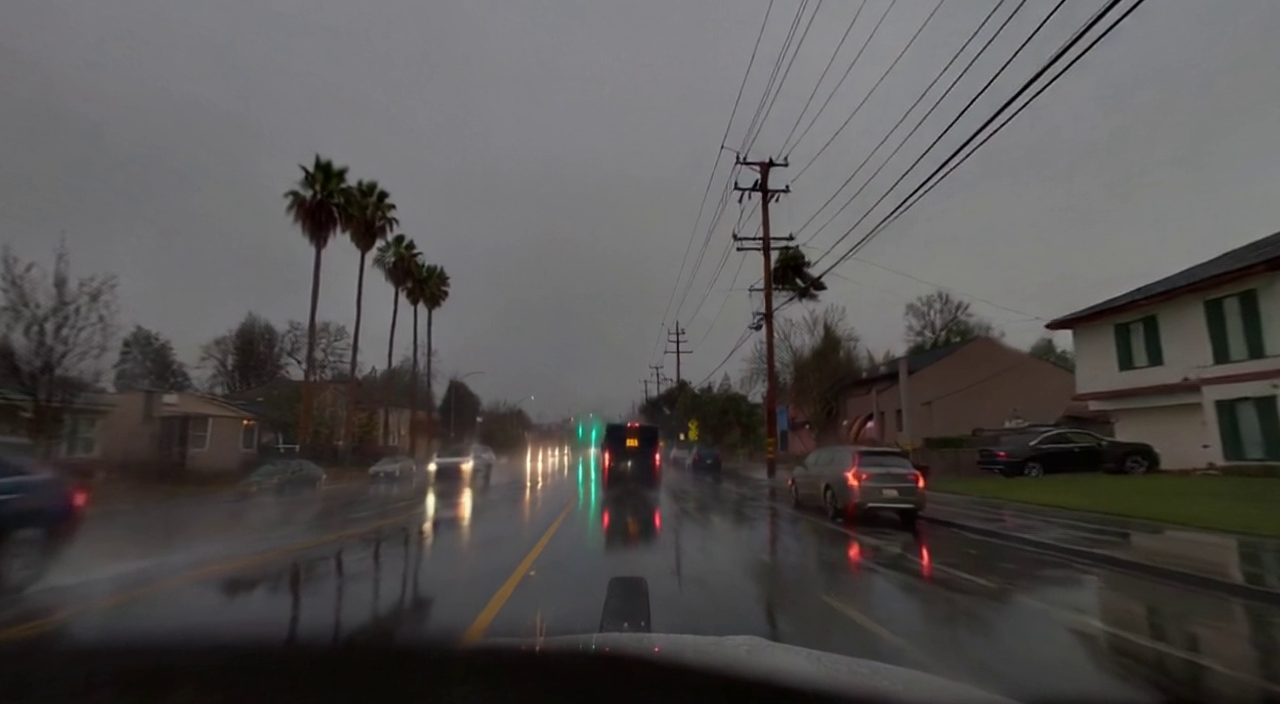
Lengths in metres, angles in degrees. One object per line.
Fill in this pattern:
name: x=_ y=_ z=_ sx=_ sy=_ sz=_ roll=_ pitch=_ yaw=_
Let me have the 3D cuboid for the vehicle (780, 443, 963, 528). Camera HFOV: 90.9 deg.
vehicle: x=4.543 y=2.653 z=13.201 sx=2.022 sy=1.456 sz=4.246 roll=1 pitch=-8 yaw=-3

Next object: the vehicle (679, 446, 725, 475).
vehicle: x=3.408 y=6.042 z=35.332 sx=1.946 sy=1.530 sz=4.240 roll=0 pitch=-8 yaw=-3

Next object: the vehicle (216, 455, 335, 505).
vehicle: x=-13.371 y=4.695 z=23.497 sx=2.004 sy=1.441 sz=4.572 roll=-3 pitch=-8 yaw=-4

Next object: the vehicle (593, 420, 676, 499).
vehicle: x=-0.292 y=3.162 z=18.900 sx=2.168 sy=2.040 sz=4.527 roll=1 pitch=-8 yaw=-4

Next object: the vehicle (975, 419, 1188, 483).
vehicle: x=13.379 y=3.023 z=19.380 sx=4.749 sy=1.699 sz=2.311 roll=-1 pitch=-8 yaw=-1

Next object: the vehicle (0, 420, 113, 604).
vehicle: x=-6.744 y=1.313 z=4.734 sx=1.965 sy=1.653 sz=4.251 roll=0 pitch=-8 yaw=-3

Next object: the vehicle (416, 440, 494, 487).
vehicle: x=-7.450 y=4.484 z=25.823 sx=1.993 sy=1.737 sz=4.353 roll=0 pitch=-8 yaw=-2

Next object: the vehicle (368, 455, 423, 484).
vehicle: x=-14.053 y=6.755 z=36.412 sx=1.841 sy=1.356 sz=3.938 roll=-4 pitch=-8 yaw=-3
